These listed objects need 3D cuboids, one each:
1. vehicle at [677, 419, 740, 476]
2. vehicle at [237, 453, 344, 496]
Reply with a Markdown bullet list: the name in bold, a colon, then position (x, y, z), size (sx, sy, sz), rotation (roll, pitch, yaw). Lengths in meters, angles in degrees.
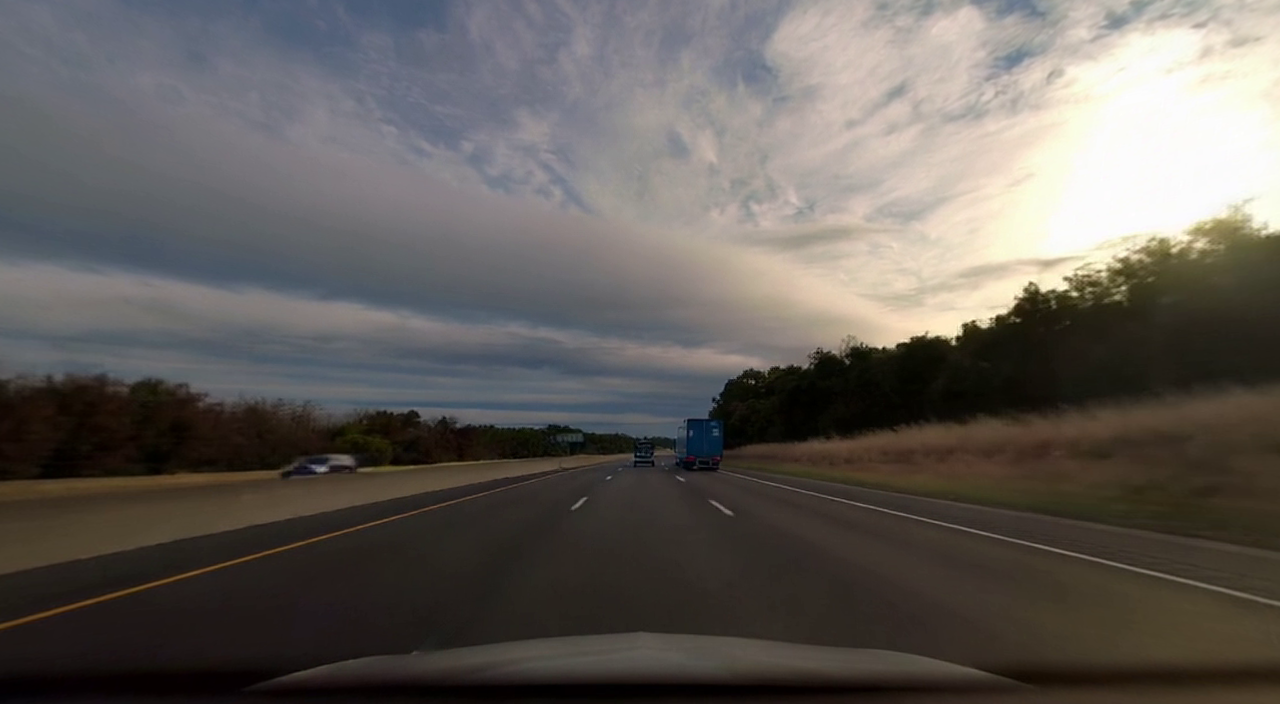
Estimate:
- **vehicle**: position (4.336, 6.365, 42.027), size (2.960, 3.381, 8.914), rotation (0, -9, -1)
- **vehicle**: position (-14.775, 5.175, 27.044), size (1.914, 1.652, 4.631), rotation (0, -9, 0)
